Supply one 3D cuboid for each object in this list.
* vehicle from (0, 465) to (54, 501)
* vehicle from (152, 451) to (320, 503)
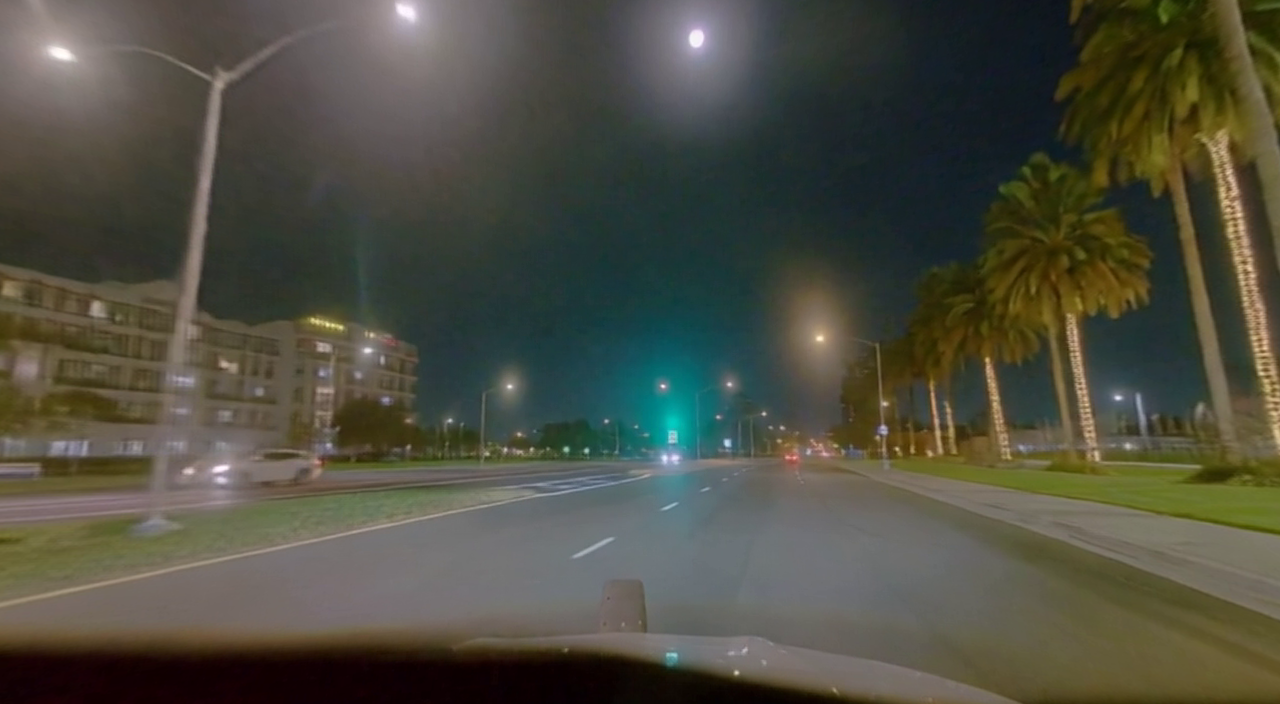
[{"bbox_3d":[-32.963,6.759,32.625,4.433,1.642,1.894,-4,-10,23],"label":"vehicle"},{"bbox_3d":[-13.556,4.170,21.501,1.915,1.490,4.763,-2,-9,13],"label":"vehicle"}]
